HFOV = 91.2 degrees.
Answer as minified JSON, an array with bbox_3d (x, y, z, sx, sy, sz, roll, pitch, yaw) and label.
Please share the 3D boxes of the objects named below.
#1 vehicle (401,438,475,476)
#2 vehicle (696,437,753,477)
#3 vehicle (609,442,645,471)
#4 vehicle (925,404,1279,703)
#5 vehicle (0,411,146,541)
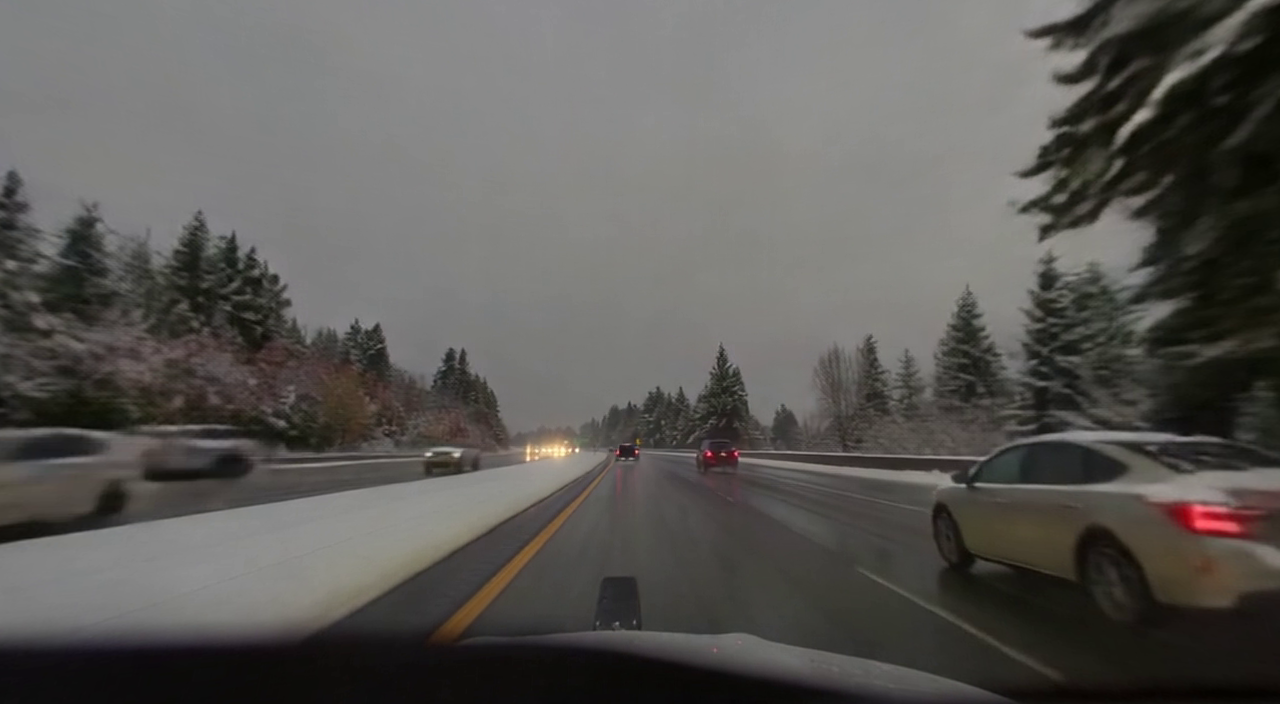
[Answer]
[{"bbox_3d":[-8.686,4.565,27.325,1.938,1.501,3.908,-1,-9,0],"label":"vehicle"},{"bbox_3d":[3.881,4.913,29.528,1.982,1.745,4.151,0,-9,-1],"label":"vehicle"},{"bbox_3d":[-0.810,6.675,40.150,2.151,1.693,4.201,0,-9,-1],"label":"vehicle"},{"bbox_3d":[4.116,1.281,4.808,1.968,1.513,3.911,0,-9,0],"label":"vehicle"},{"bbox_3d":[-8.314,1.463,7.366,1.840,1.487,3.872,0,-9,0],"label":"vehicle"}]
